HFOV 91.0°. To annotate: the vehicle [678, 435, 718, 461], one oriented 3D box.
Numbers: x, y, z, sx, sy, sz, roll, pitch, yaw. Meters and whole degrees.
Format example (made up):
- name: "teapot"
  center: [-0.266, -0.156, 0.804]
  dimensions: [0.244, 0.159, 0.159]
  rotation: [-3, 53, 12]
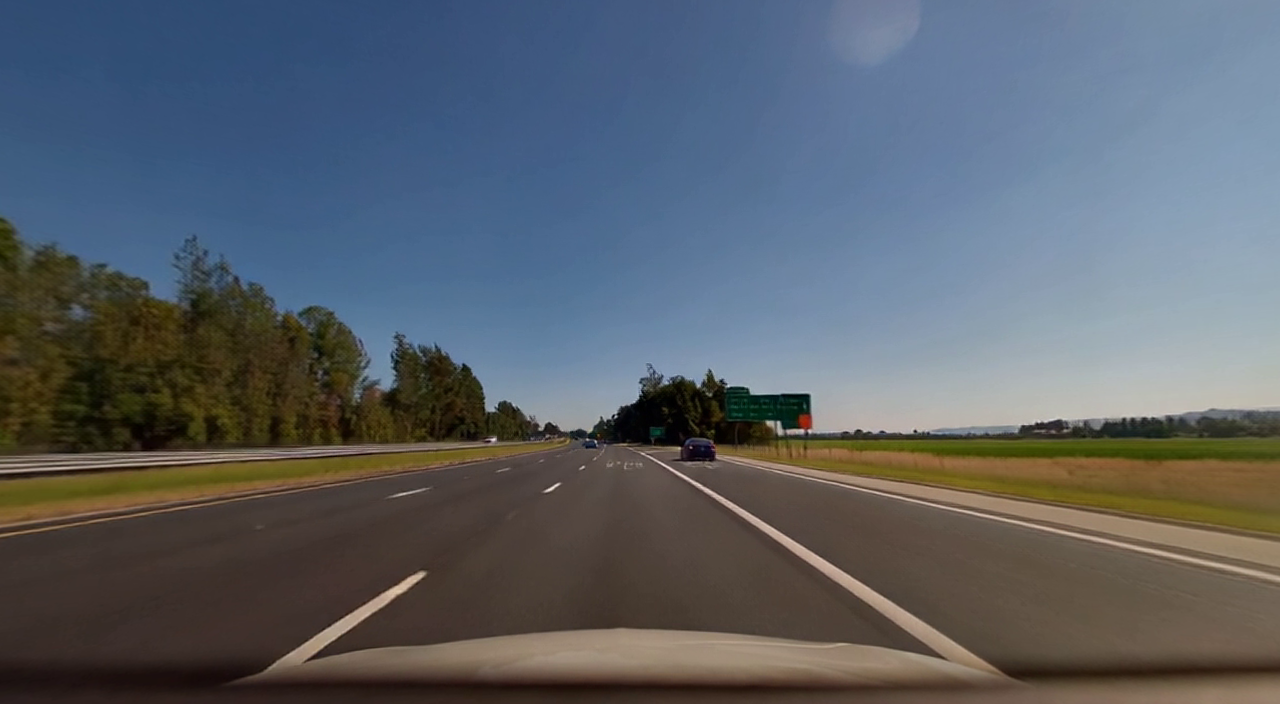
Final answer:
- name: "vehicle"
  center: [3.788, 6.351, 41.953]
  dimensions: [2.084, 1.614, 4.762]
  rotation: [0, -8, -1]
